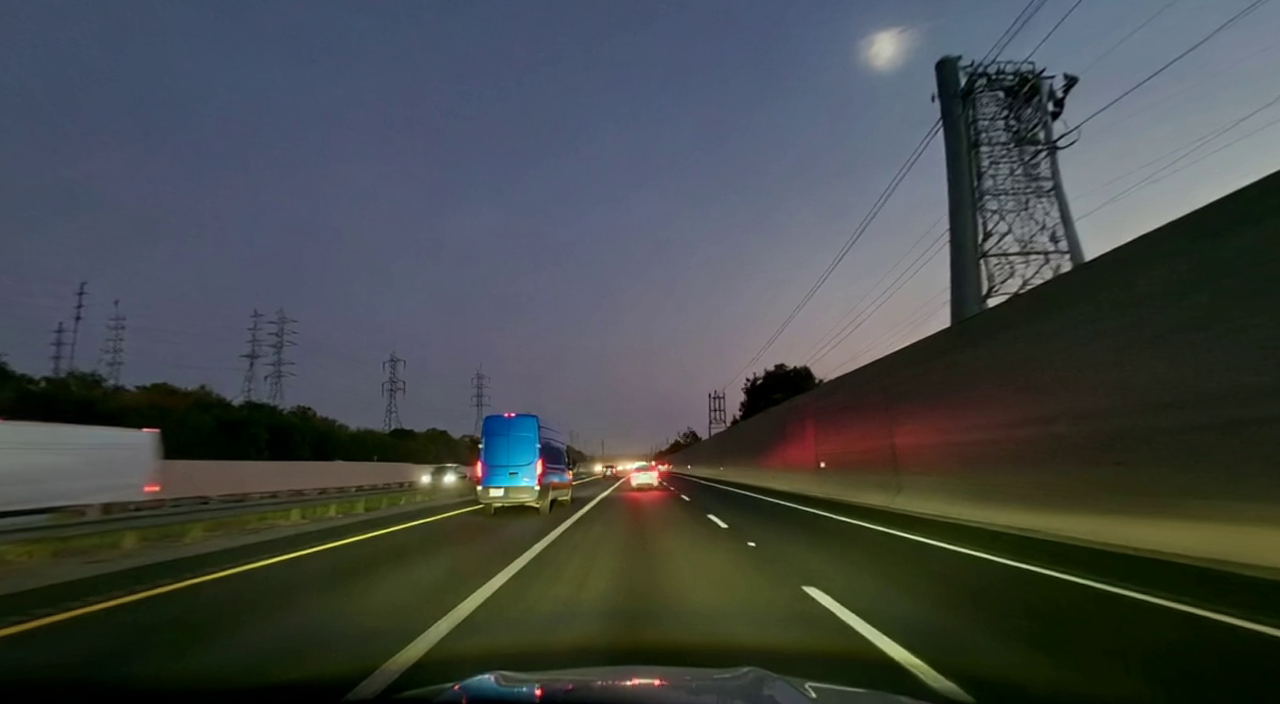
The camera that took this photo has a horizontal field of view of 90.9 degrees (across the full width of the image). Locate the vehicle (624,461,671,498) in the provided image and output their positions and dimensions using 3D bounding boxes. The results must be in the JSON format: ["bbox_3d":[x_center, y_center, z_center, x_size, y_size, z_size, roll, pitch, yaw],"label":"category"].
[{"bbox_3d":[0.319,5.804,28.848,2.006,1.554,3.863,1,-10,-1],"label":"vehicle"}]

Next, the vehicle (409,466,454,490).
[{"bbox_3d":[-12.745,7.705,38.657,1.579,1.366,3.348,1,-10,-1],"label":"vehicle"}]

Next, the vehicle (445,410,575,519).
[{"bbox_3d":[-3.518,3.373,18.839,2.394,2.609,6.875,1,-11,0],"label":"vehicle"}]

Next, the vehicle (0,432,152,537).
[{"bbox_3d":[-12.221,2.485,11.984,2.083,1.798,4.610,0,-11,0],"label":"vehicle"}]
